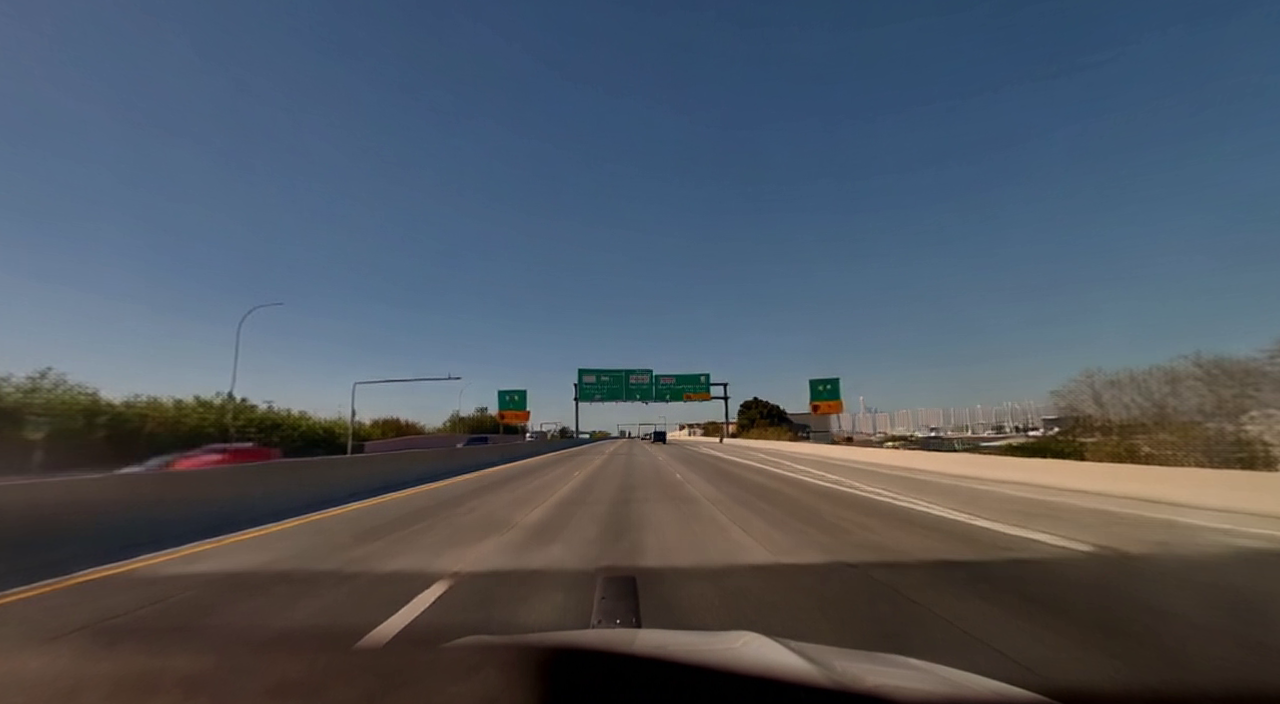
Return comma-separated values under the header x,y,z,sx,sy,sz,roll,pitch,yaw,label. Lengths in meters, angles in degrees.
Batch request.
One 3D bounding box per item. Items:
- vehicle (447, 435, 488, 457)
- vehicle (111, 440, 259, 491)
x,y,z,sx,sy,sz,roll,pitch,yaw,label
-12.449,6.764,45.614,1.884,1.503,4.042,0,-8,0,vehicle
-15.046,3.713,21.116,1.903,1.502,4.120,0,-8,-1,vehicle
